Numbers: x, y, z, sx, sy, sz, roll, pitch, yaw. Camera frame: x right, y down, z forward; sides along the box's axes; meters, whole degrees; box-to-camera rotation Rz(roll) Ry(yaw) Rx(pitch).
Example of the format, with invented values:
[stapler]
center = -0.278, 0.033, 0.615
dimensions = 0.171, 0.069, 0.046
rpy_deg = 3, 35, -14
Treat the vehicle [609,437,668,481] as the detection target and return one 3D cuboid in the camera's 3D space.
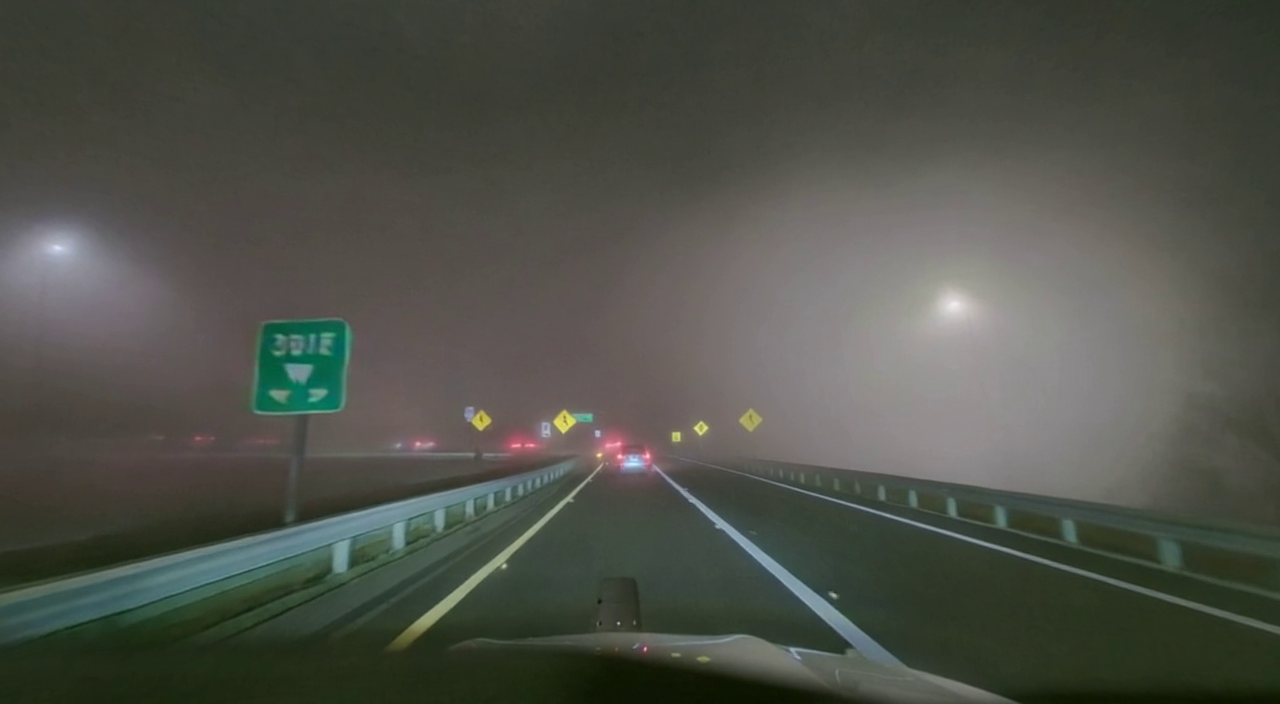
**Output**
[vehicle]
center = -0.081, 3.956, 23.386
dimensions = 2.006, 1.486, 3.950
rpy_deg = 0, -9, -1
